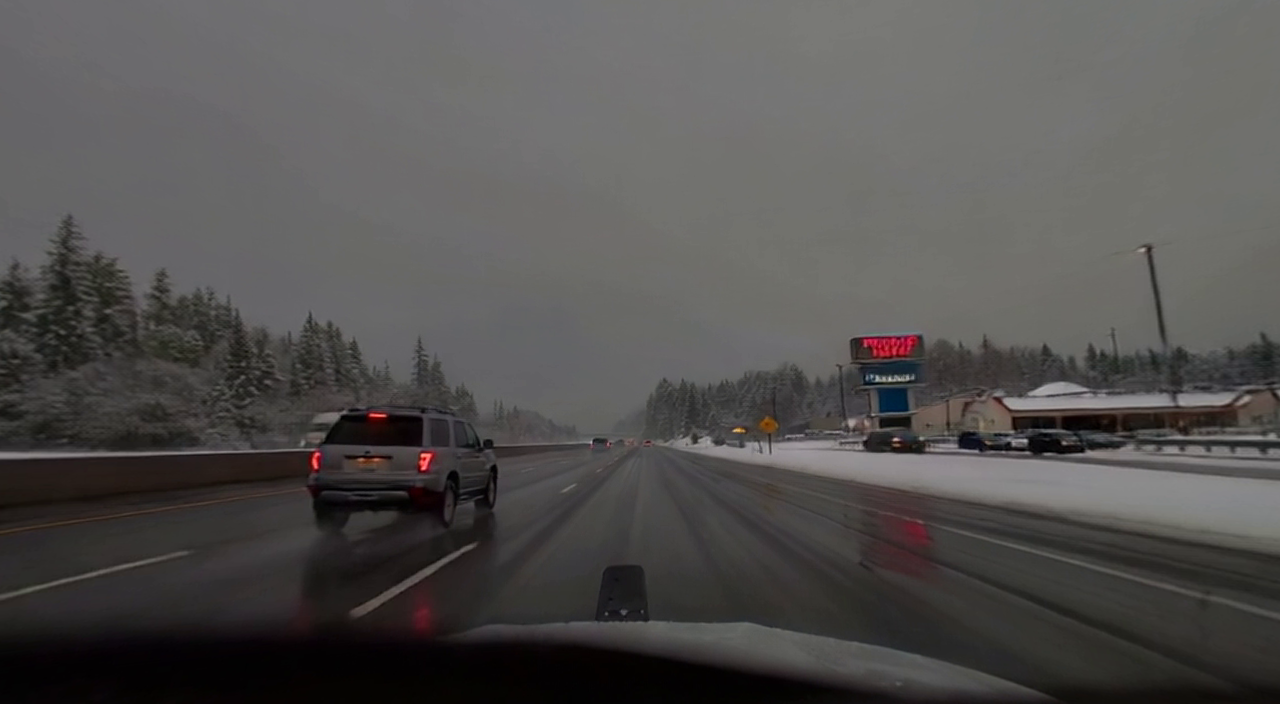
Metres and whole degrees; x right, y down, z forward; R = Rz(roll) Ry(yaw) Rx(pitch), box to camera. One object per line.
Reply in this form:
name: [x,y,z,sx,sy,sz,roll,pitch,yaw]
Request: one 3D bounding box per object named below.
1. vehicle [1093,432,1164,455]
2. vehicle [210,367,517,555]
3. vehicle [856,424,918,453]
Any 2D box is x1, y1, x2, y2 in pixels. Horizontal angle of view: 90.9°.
vehicle: [38.253,7.174,49.426,4.338,1.705,1.983,2,-9,-13]
vehicle: [-3.826,1.702,10.401,2.352,2.209,5.802,0,-8,1]
vehicle: [16.669,5.907,42.862,2.044,1.792,5.081,0,-8,-1]
